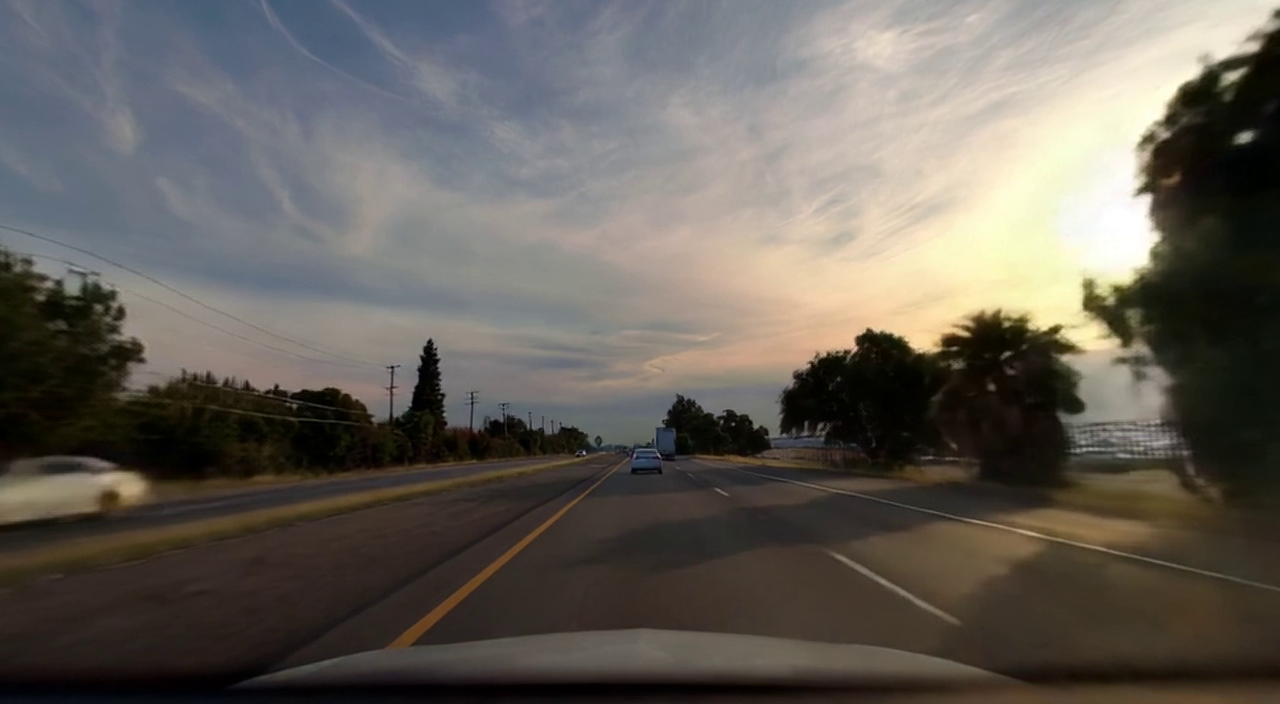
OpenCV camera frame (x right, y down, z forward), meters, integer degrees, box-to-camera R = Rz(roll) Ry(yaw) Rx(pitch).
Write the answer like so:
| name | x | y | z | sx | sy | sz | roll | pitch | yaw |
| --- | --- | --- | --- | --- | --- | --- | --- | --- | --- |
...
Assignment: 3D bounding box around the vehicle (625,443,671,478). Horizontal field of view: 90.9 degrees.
| name | x | y | z | sx | sy | sz | roll | pitch | yaw |
| --- | --- | --- | --- | --- | --- | --- | --- | --- | --- |
| vehicle | 0.361 | 5.083 | 29.841 | 2.045 | 1.527 | 4.023 | 0 | -9 | 0 |
